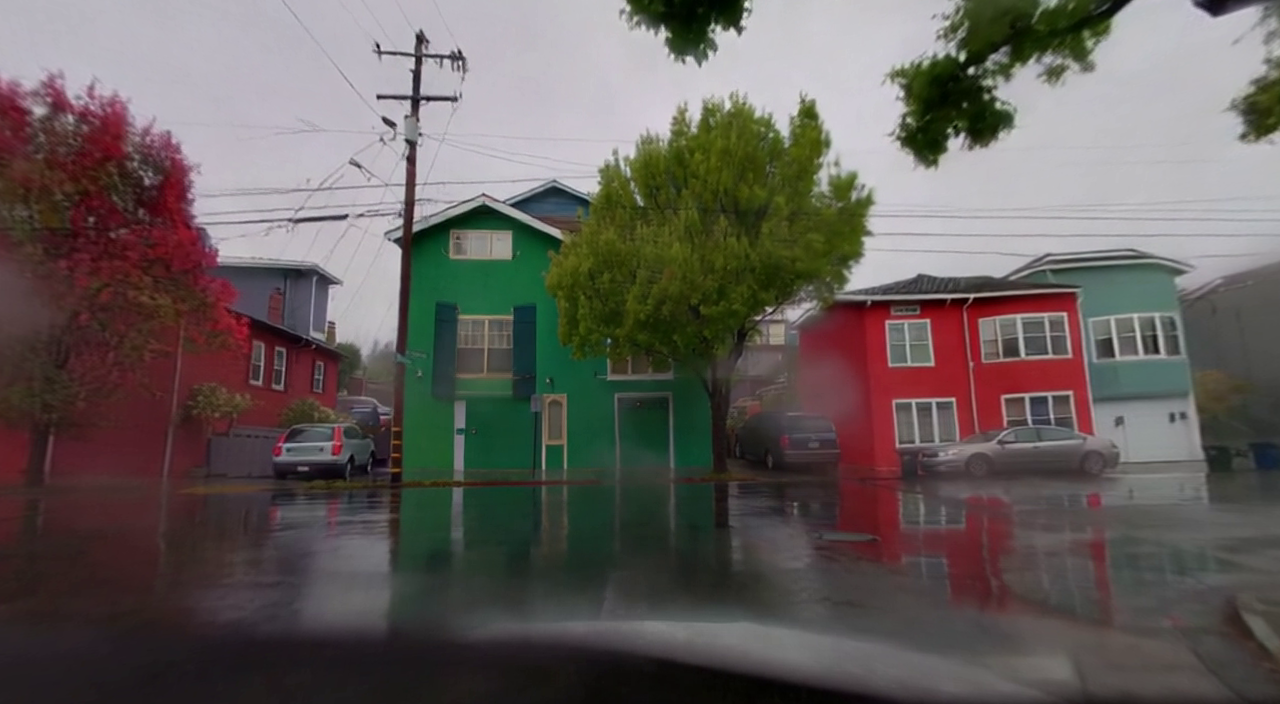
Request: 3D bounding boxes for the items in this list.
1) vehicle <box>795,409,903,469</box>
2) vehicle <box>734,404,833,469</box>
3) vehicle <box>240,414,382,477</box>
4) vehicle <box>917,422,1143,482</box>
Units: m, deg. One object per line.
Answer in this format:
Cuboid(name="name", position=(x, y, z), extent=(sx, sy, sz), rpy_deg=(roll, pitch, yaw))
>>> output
Cuboid(name="vehicle", position=(6.719, 2.859, 20.789), extent=(2.053, 1.756, 4.034), rpy_deg=(0, -8, -2))
Cuboid(name="vehicle", position=(4.536, 2.711, 20.648), extent=(2.081, 1.891, 4.367), rpy_deg=(0, -6, -2))
Cuboid(name="vehicle", position=(-10.262, 3.005, 20.174), extent=(2.091, 1.760, 4.760), rpy_deg=(0, -8, -2))
Cuboid(name="vehicle", position=(10.191, 2.655, 16.753), extent=(4.644, 1.482, 1.997), rpy_deg=(0, -9, 0))
